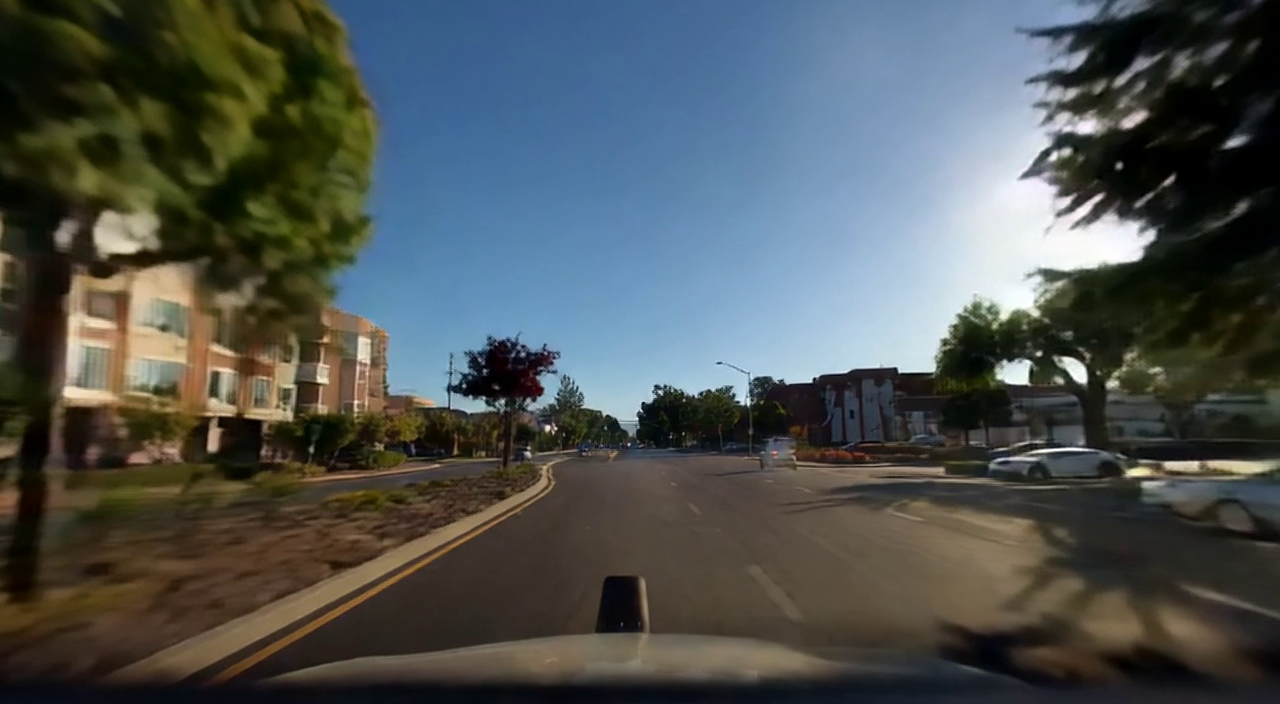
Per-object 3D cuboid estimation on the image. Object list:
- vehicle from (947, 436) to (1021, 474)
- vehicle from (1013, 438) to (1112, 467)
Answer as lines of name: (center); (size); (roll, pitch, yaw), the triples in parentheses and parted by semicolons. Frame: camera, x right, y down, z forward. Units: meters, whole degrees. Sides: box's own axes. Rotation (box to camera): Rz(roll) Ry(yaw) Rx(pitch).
vehicle: (16.986, 5.081, 31.295); (2.630, 1.808, 1.657); (0, -9, 3)
vehicle: (25.467, 6.058, 38.195); (1.775, 1.592, 4.561); (8, -11, -41)
